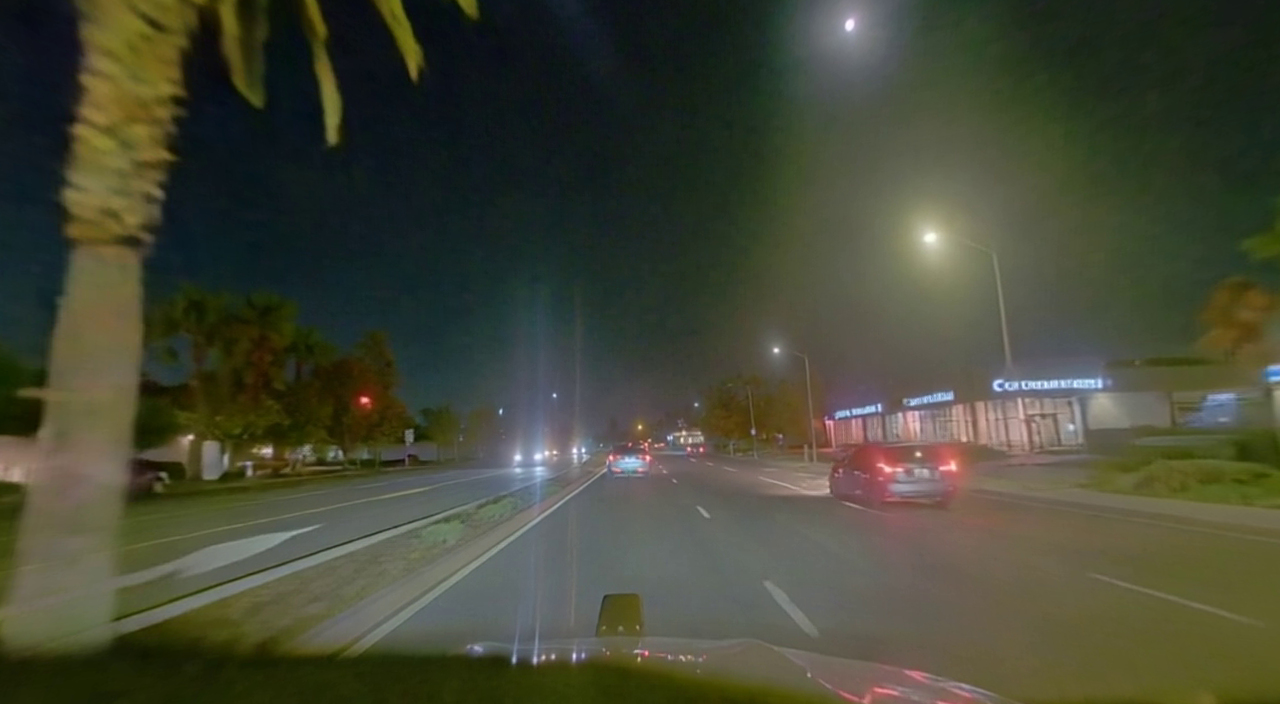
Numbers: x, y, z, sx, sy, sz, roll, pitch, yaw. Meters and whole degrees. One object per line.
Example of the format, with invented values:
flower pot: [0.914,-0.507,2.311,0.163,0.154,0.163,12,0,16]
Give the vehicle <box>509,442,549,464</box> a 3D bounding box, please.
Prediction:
vehicle: [-8.367,7.663,48.137,2.049,1.543,5.131,0,-9,0]

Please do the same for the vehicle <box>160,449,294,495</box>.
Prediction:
vehicle: [-14.986,4.339,23.274,2.015,1.509,4.295,0,-9,0]

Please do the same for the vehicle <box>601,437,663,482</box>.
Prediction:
vehicle: [-0.308,3.998,23.734,2.106,1.496,3.964,0,-9,-1]

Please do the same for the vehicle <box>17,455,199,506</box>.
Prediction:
vehicle: [-18.461,4.420,22.243,1.968,1.524,4.390,-3,-9,20]

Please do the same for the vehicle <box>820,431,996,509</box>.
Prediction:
vehicle: [6.319,2.842,15.677,2.244,1.618,4.585,0,-9,-1]
